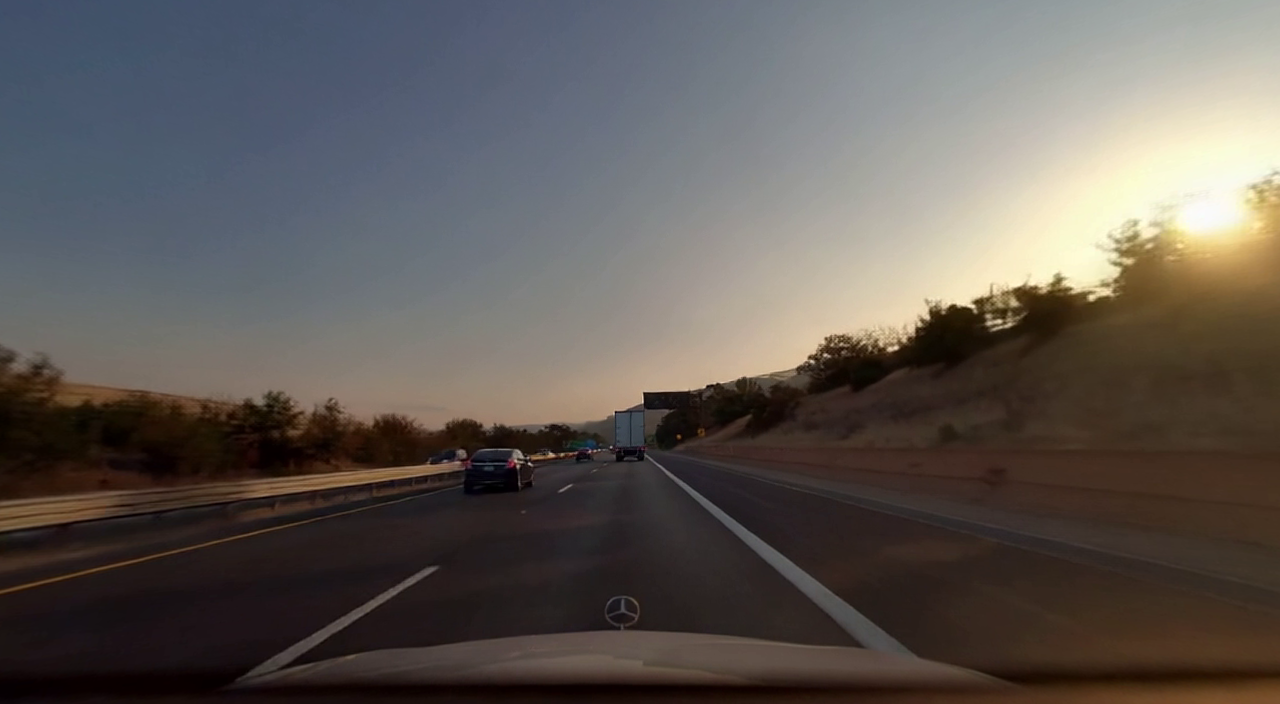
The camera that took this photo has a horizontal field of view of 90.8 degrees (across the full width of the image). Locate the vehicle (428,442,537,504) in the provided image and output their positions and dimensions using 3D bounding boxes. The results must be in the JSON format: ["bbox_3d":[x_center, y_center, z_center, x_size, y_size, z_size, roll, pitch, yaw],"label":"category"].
[{"bbox_3d":[-4.226,3.319,17.697,1.978,1.507,4.062,0,-9,0],"label":"vehicle"}]
